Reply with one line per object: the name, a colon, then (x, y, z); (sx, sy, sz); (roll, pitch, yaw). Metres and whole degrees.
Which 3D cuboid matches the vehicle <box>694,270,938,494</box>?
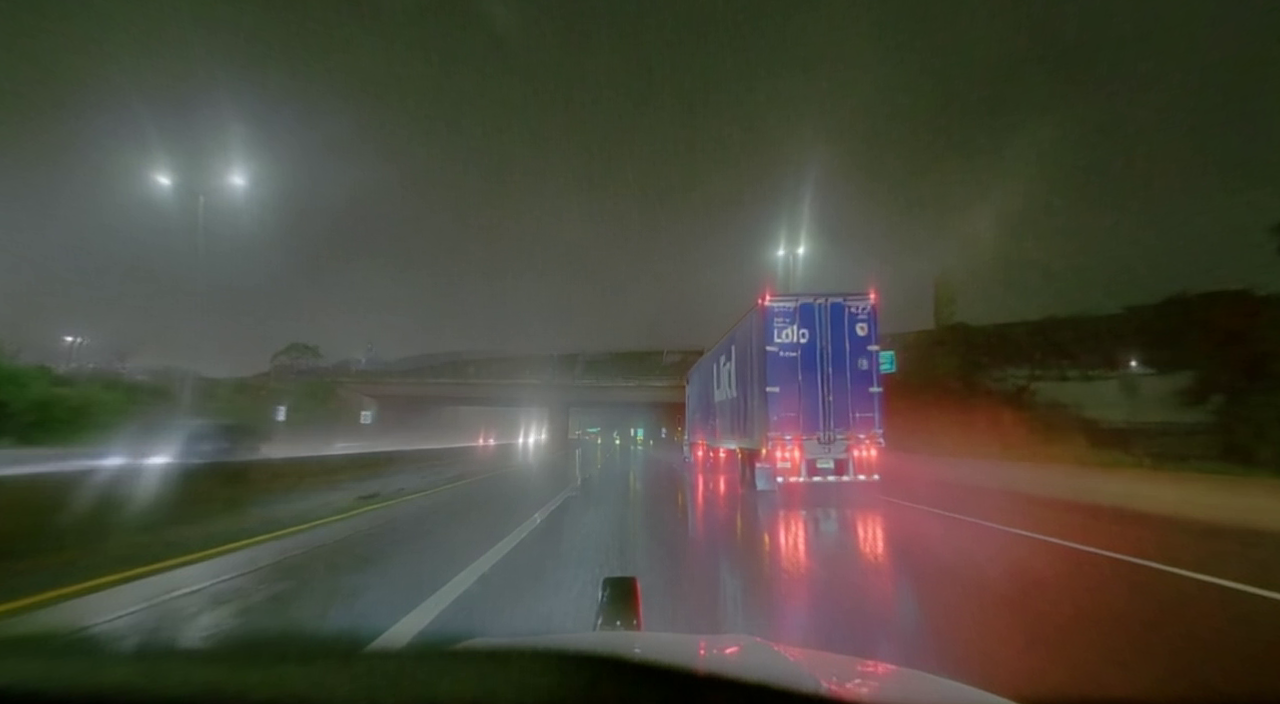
vehicle: (3.869, 1.498, 19.046); (3.034, 4.194, 14.704); (0, -8, 0)
